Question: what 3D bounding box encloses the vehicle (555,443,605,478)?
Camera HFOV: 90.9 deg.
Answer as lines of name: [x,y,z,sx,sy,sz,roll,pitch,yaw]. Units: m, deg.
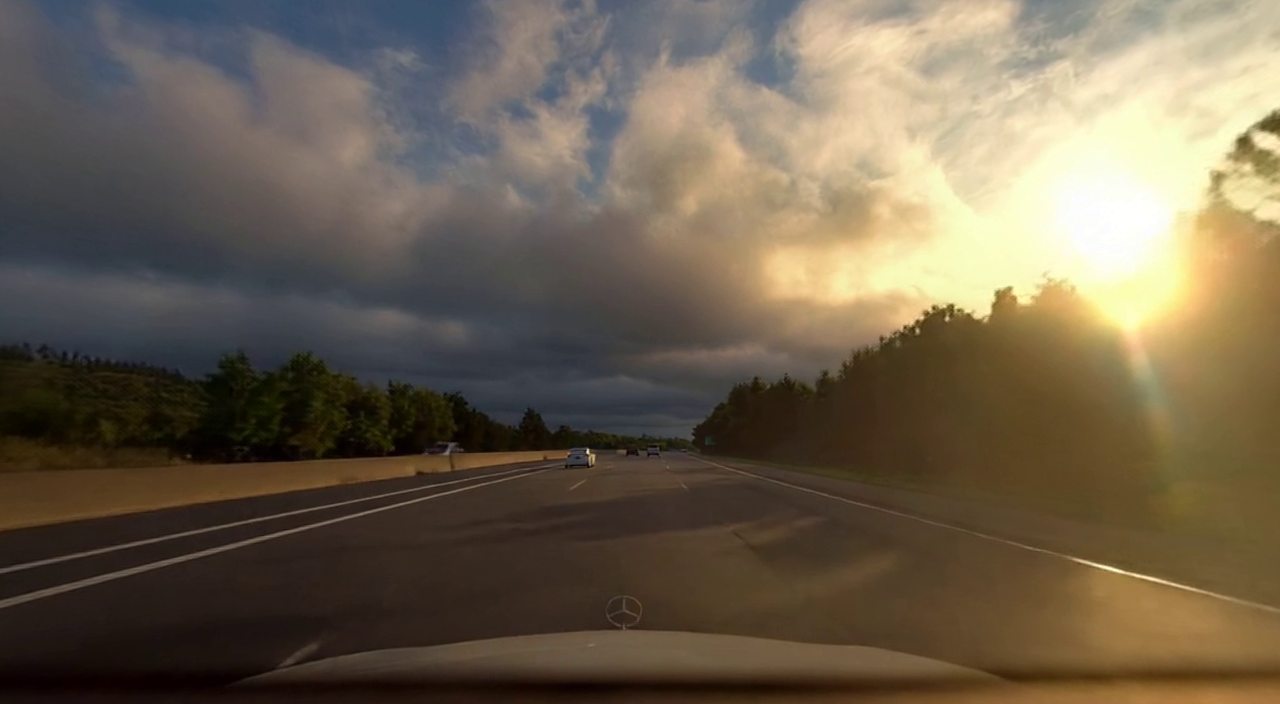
vehicle: [-2.926,5.420,31.630,1.959,1.571,4.313,-1,-9,2]
